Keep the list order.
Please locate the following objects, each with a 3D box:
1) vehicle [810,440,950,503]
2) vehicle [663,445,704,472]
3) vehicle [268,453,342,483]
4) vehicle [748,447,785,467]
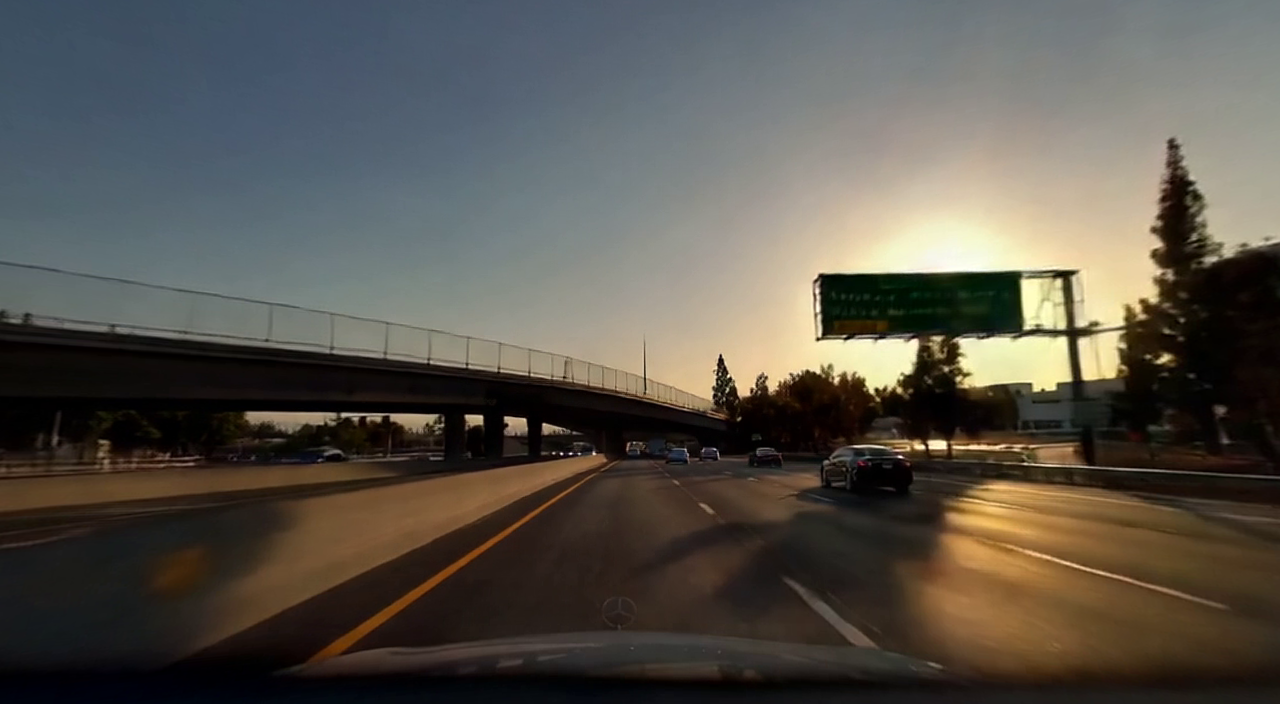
[{"bbox_3d":[6.318,3.176,17.295,1.952,1.489,4.483,0,-8,-2],"label":"vehicle"},{"bbox_3d":[2.627,6.529,39.058,1.993,1.507,4.594,0,-8,-2],"label":"vehicle"},{"bbox_3d":[-20.764,7.196,39.410,2.027,1.683,4.824,0,-8,-1],"label":"vehicle"},{"bbox_3d":[9.447,7.836,47.454,1.838,1.440,4.121,0,-8,-2],"label":"vehicle"}]
